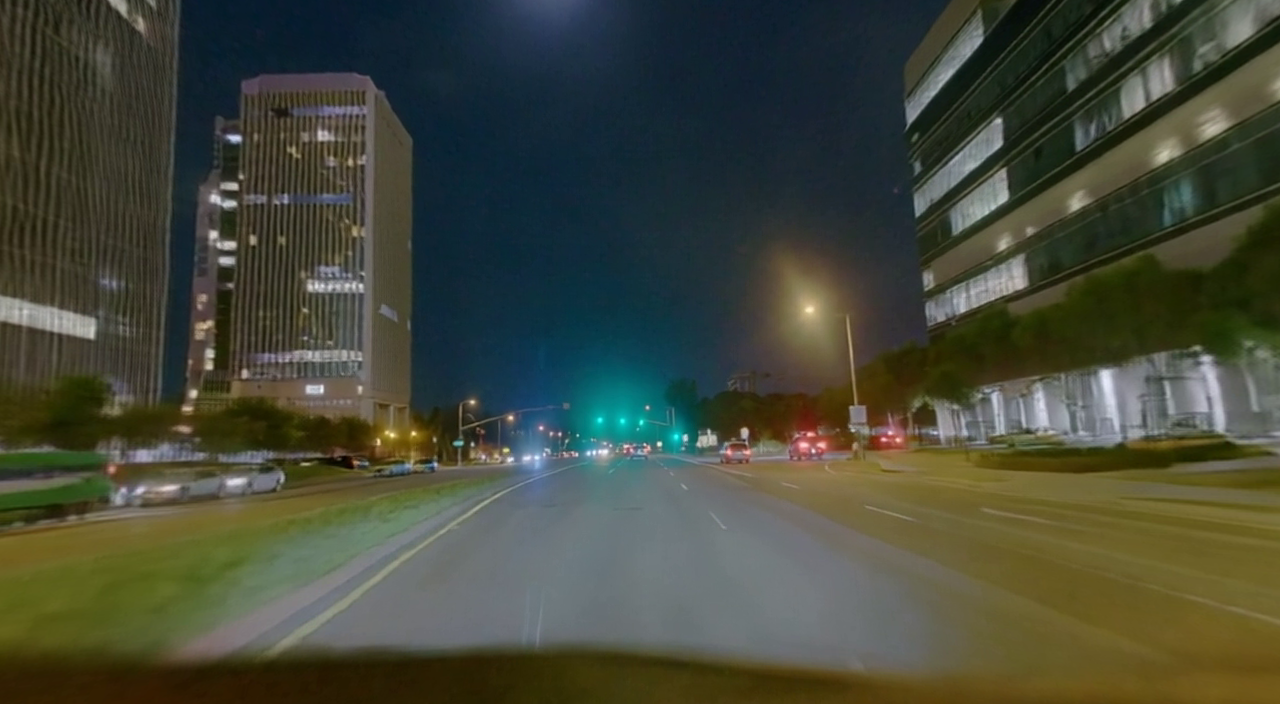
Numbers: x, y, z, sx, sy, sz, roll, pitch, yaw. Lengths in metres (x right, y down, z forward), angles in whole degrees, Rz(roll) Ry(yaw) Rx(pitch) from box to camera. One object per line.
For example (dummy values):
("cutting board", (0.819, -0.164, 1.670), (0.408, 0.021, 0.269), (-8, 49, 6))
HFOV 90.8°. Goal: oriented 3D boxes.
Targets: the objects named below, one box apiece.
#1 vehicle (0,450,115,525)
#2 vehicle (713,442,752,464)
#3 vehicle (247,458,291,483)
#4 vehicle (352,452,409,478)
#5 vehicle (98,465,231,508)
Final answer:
("vehicle", (-19.106, 3.889, 18.244), (2.373, 2.077, 6.457), (0, -9, -1))
("vehicle", (6.417, 7.092, 44.285), (1.992, 1.447, 4.414), (0, -9, -1))
("vehicle", (-25.721, 8.217, 43.916), (2.099, 1.561, 4.013), (4, -9, -24))
("vehicle", (-18.696, 8.133, 45.843), (2.047, 1.756, 4.844), (0, -9, 0))
("vehicle", (-19.031, 5.361, 25.577), (1.850, 1.451, 4.450), (0, -9, 1))
